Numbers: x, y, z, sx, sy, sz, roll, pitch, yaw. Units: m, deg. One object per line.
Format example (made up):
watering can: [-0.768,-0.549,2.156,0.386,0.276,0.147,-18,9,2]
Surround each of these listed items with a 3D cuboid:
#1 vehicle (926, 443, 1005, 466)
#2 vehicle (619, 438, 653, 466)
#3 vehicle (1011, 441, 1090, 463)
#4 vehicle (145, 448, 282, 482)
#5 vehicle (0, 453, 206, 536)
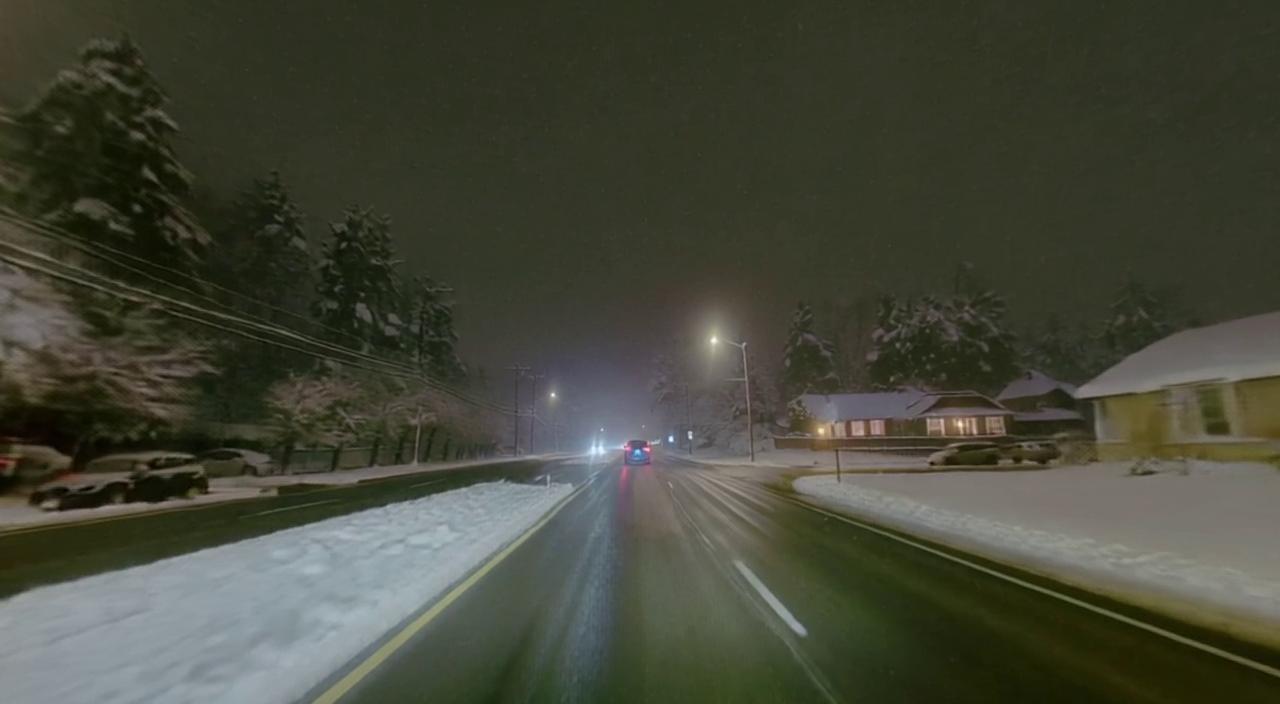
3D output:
vehicle: [22.193,6.968,43.167,4.218,1.505,2.169,1,-9,-8]
vehicle: [-0.253,6.835,43.469,2.230,1.827,4.298,0,-8,0]
vehicle: [28.591,6.943,44.050,4.359,1.479,1.890,1,-9,-7]
vehicle: [-19.879,5.245,29.600,4.818,1.506,2.289,-1,-8,4]
vehicle: [-12.279,3.025,14.048,2.090,1.478,4.376,0,-8,0]
